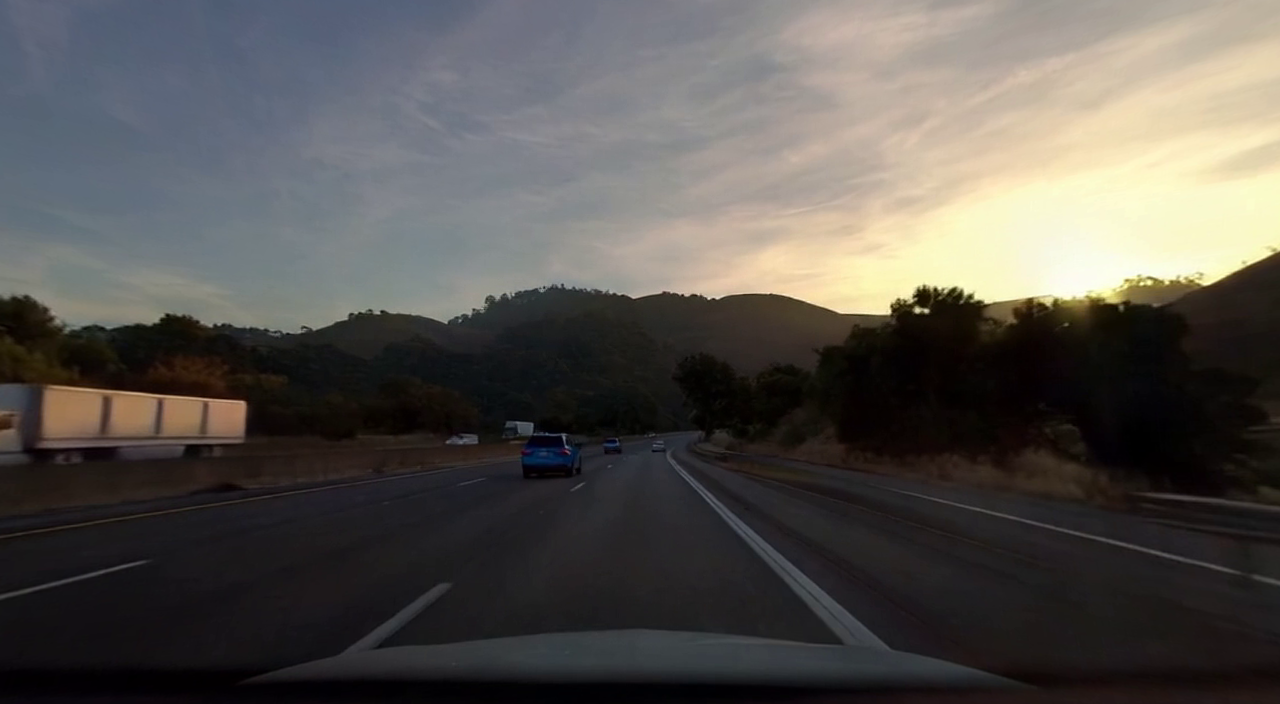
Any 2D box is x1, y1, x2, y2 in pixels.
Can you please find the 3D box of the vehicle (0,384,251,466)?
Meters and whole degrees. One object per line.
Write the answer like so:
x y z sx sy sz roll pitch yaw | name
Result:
-32.081 4.927 40.658 2.876 4.206 16.437 -1 -8 3 | vehicle

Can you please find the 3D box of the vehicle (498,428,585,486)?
-3.176 3.507 21.375 2.138 1.718 4.415 0 -8 2 | vehicle
